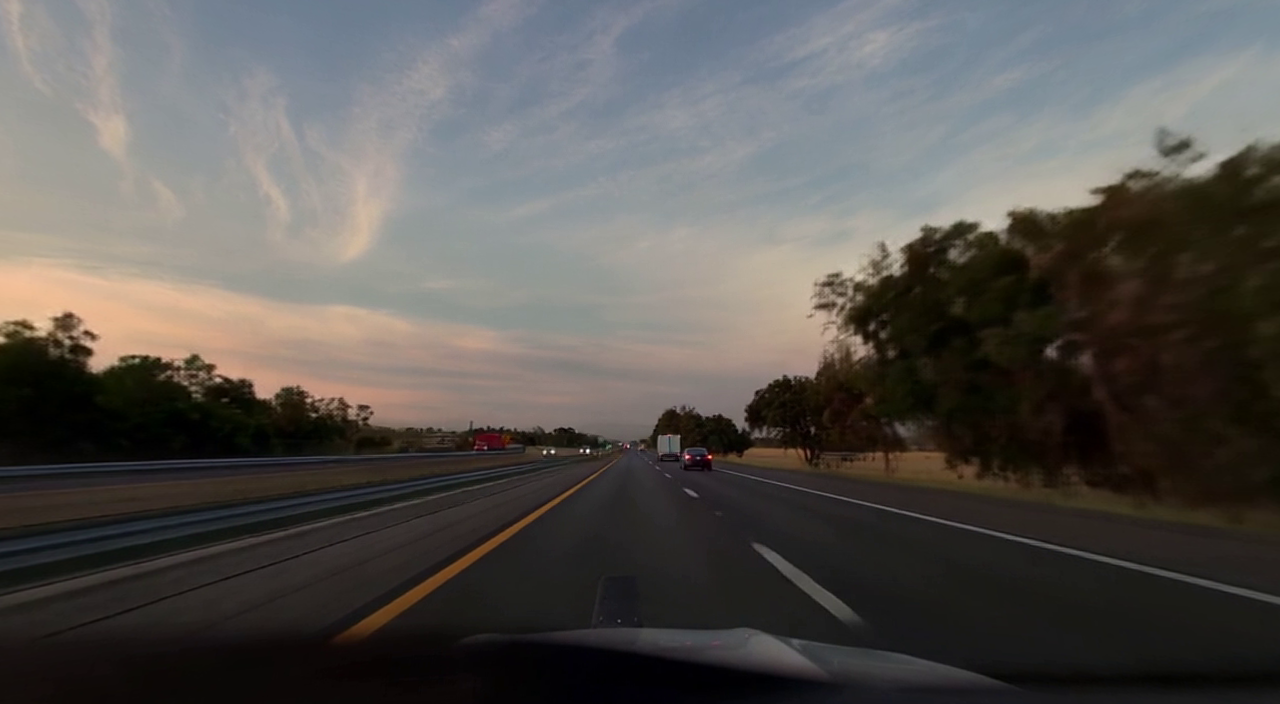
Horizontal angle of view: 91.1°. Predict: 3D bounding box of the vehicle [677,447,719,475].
[{"bbox_3d":[3.128,5.985,34.738,1.836,1.459,3.766,0,-9,-2],"label":"vehicle"}]
